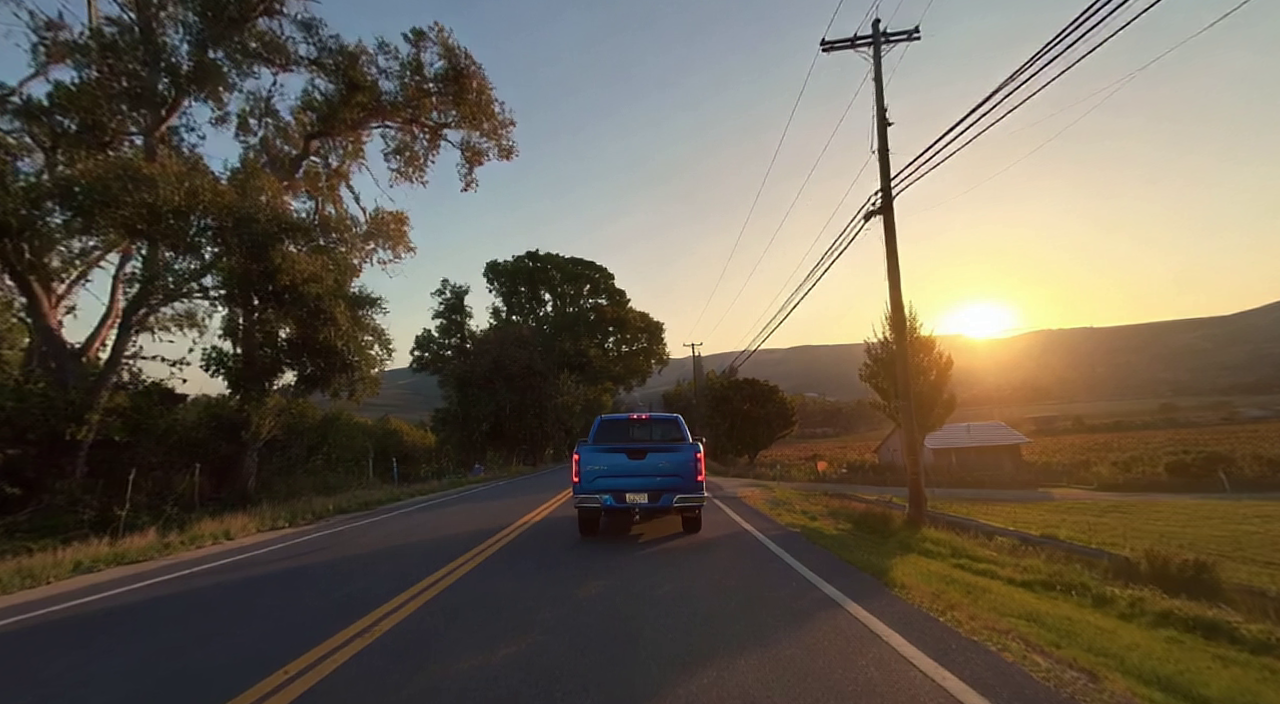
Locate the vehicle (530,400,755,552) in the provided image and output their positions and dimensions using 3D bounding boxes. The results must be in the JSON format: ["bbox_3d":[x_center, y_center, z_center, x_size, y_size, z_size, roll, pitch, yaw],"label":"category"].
[{"bbox_3d":[-0.013,1.967,10.833,2.774,1.861,5.885,0,-8,-1],"label":"vehicle"}]
